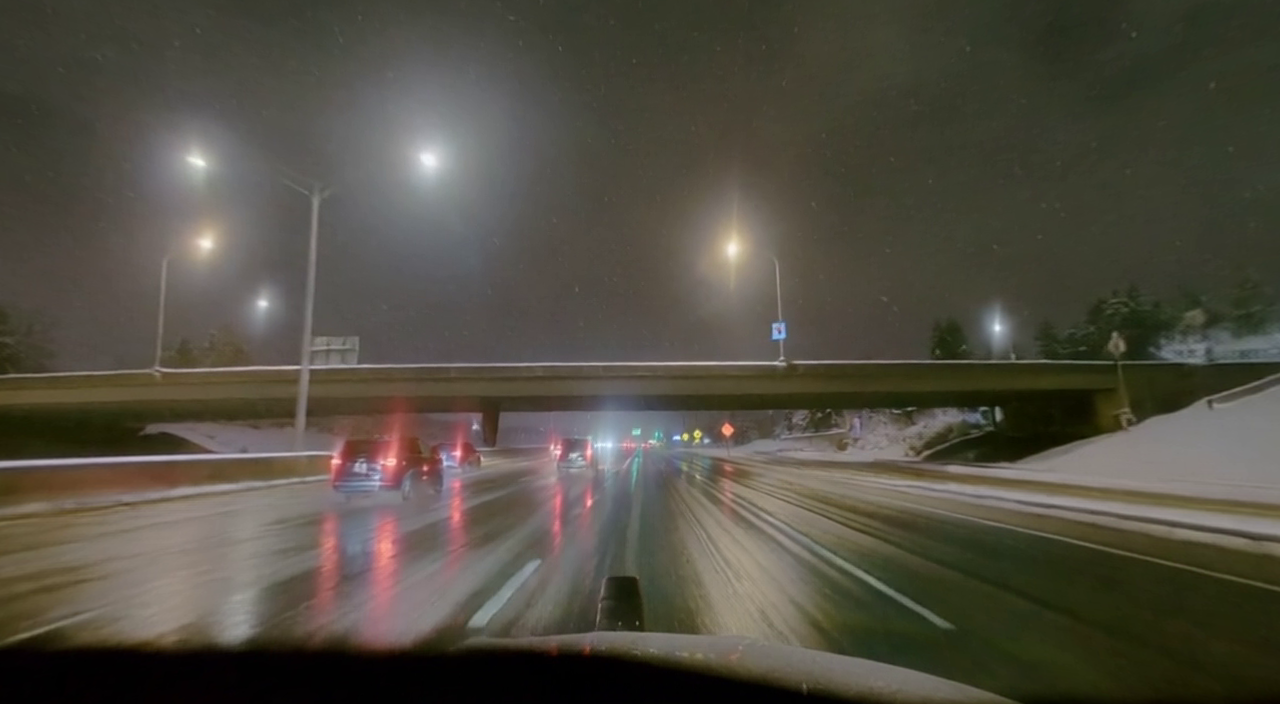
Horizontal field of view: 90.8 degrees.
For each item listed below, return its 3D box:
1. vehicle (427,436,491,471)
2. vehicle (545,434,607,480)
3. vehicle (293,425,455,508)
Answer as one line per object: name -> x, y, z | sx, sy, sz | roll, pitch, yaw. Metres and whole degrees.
vehicle -> -9.690, 5.463, 34.242 | 1.969, 1.759, 4.758 | 0, -8, 1
vehicle -> -2.487, 4.230, 25.744 | 2.027, 1.697, 4.307 | 0, -8, 1
vehicle -> -6.489, 2.844, 16.162 | 2.015, 1.762, 4.790 | 0, -8, 1
